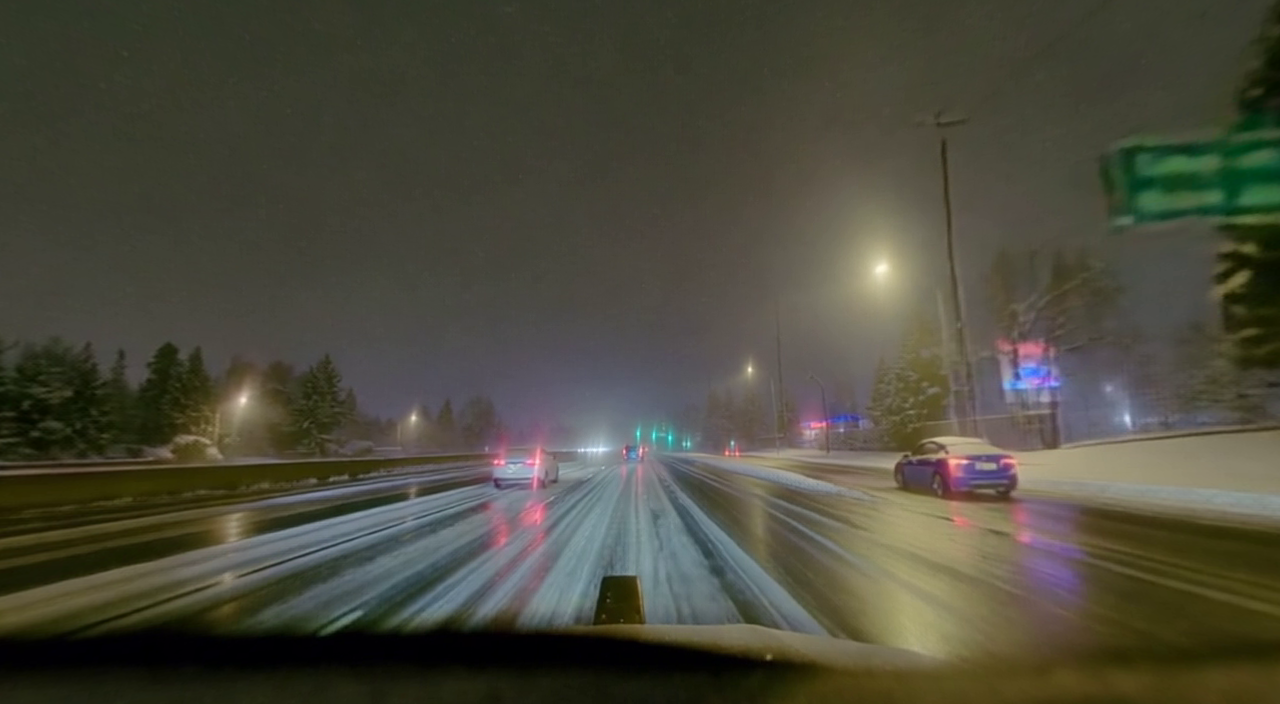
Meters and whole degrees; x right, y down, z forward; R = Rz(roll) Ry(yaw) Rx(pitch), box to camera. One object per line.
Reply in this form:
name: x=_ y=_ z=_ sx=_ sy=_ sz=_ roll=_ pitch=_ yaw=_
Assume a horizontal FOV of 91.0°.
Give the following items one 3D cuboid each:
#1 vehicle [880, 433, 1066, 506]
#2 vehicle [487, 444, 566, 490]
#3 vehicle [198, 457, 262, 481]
vehicle: x=8.236 y=2.966 z=16.355 sx=2.035 sy=1.566 sz=5.409 roll=0 pitch=-9 yaw=2
vehicle: x=-4.140 y=4.278 z=23.686 sx=2.071 sy=1.553 sz=4.388 roll=0 pitch=-9 yaw=1
vehicle: x=-29.389 y=8.386 z=45.272 sx=1.790 sy=1.522 sz=4.123 roll=0 pitch=-9 yaw=0
